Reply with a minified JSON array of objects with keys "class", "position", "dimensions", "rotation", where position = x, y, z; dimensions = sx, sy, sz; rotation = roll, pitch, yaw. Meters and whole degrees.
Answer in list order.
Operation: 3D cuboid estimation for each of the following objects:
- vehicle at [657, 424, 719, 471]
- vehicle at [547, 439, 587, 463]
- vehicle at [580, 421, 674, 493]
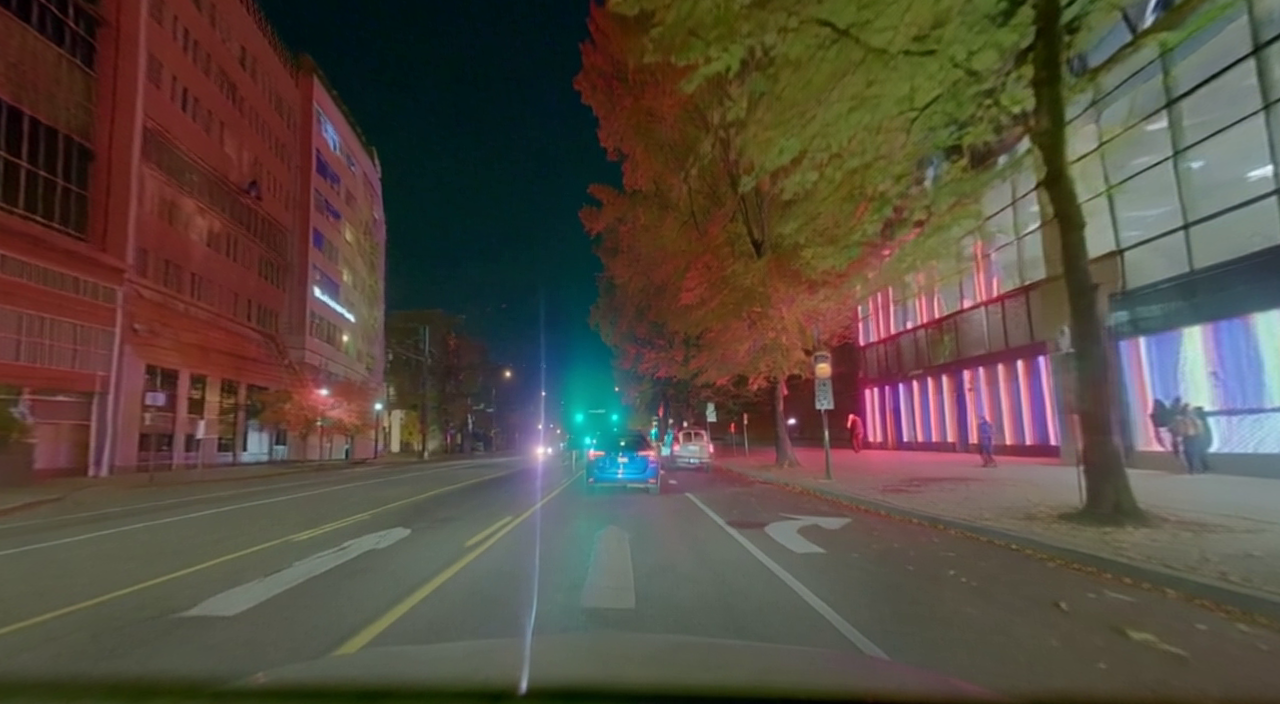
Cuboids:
[{"class":"vehicle","position":[2.127,4.409,29.258],"dimensions":[2.147,1.968,4.478],"rotation":[1,-8,-5]},{"class":"vehicle","position":[-4.522,6.180,39.494],"dimensions":[2.096,1.415,4.515],"rotation":[0,-8,-1]},{"class":"vehicle","position":[-0.374,2.841,17.419],"dimensions":[2.274,1.736,4.083],"rotation":[0,-8,-2]}]
